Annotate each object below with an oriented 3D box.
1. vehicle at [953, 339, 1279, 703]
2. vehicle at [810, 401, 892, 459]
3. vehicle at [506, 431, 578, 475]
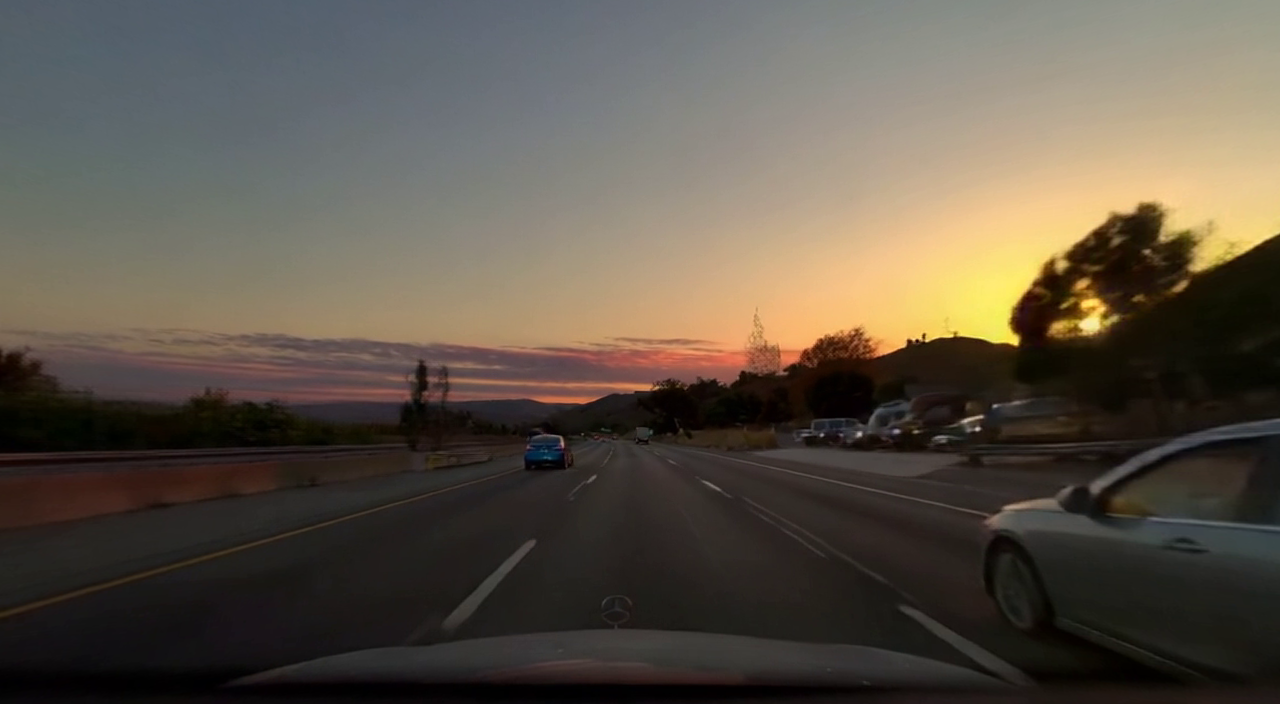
[{"bbox_3d":[3.329,0.779,2.094,2.349,1.651,4.161,0,-8,-1],"label":"vehicle"},{"bbox_3d":[16.442,6.020,49.681,2.909,4.017,8.582,4,-6,-4],"label":"vehicle"},{"bbox_3d":[-3.814,4.019,25.296,2.206,1.604,4.374,0,-8,0],"label":"vehicle"}]
